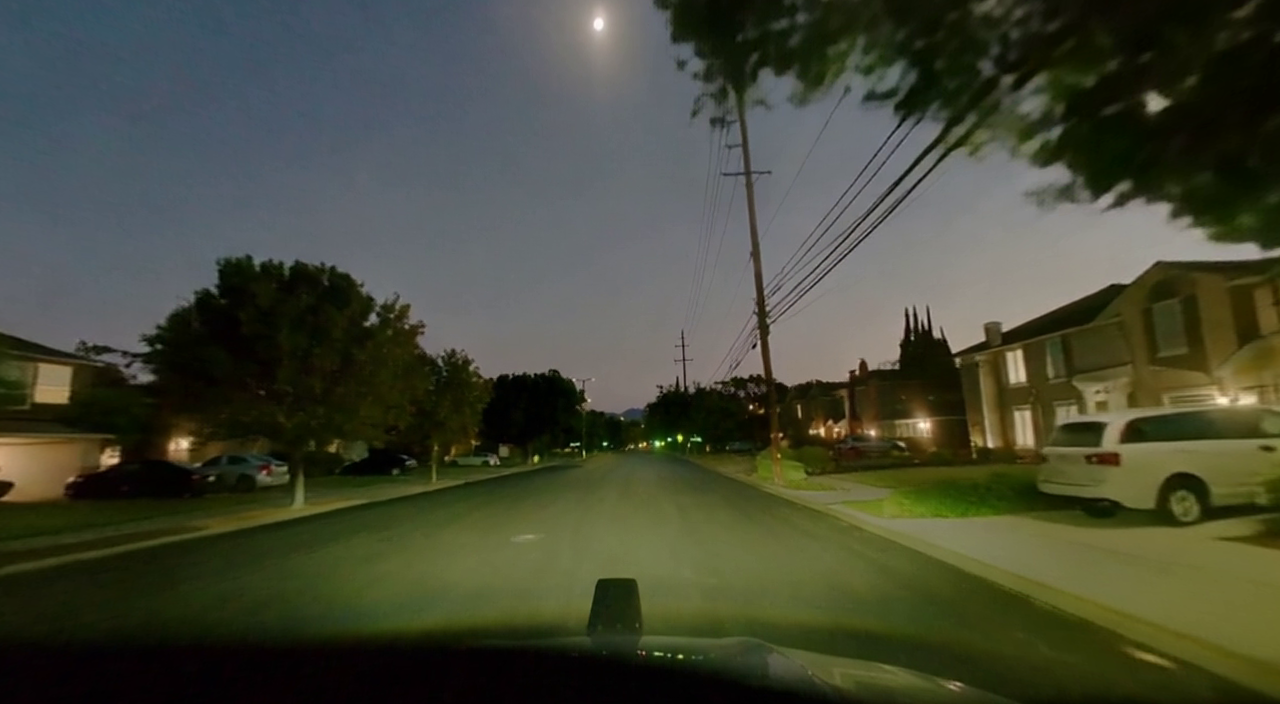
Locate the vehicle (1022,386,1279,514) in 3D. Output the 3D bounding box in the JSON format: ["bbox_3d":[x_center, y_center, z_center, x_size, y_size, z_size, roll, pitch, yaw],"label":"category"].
[{"bbox_3d":[9.625,1.587,10.401,5.273,1.868,2.070,0,-8,0],"label":"vehicle"}]

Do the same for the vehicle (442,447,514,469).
[{"bbox_3d":[-12.394,8.115,48.480,4.893,1.567,2.105,-1,-8,5],"label":"vehicle"}]

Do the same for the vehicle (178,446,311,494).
[{"bbox_3d":[-15.195,4.486,24.347,4.232,1.693,1.949,-3,-9,17],"label":"vehicle"}]

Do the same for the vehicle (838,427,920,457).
[{"bbox_3d":[14.958,5.653,39.690,4.373,1.759,2.093,0,-10,6],"label":"vehicle"}]

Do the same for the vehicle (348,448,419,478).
[{"bbox_3d":[-14.925,6.428,37.073,1.978,1.586,5.192,0,-8,0],"label":"vehicle"}]

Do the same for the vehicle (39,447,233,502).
[{"bbox_3d":[-16.388,3.971,20.746,4.482,1.648,2.169,0,-9,1],"label":"vehicle"}]
